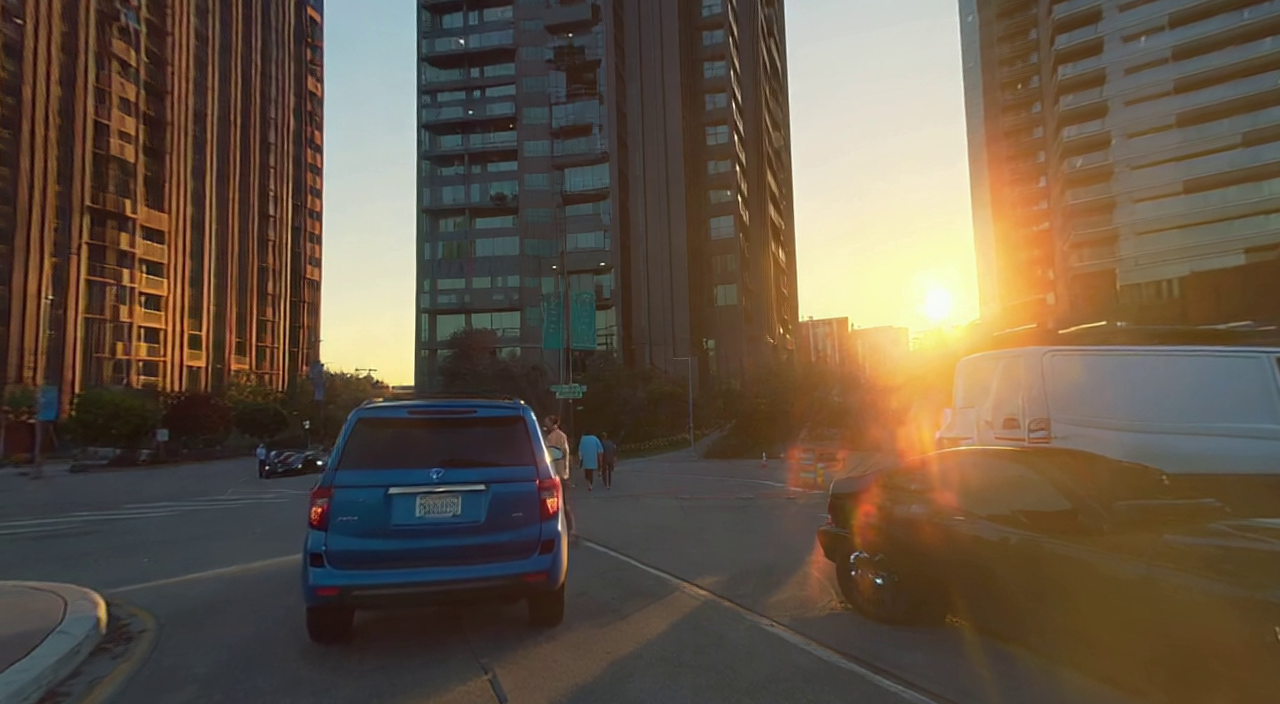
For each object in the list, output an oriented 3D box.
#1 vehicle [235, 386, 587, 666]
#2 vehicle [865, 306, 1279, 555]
[{"bbox_3d":[-1.692,1.398,6.162,2.144,1.733,4.115,1,-9,-7],"label":"vehicle"},{"bbox_3d":[6.917,1.020,8.242,6.932,2.753,2.446,0,-8,1],"label":"vehicle"}]
